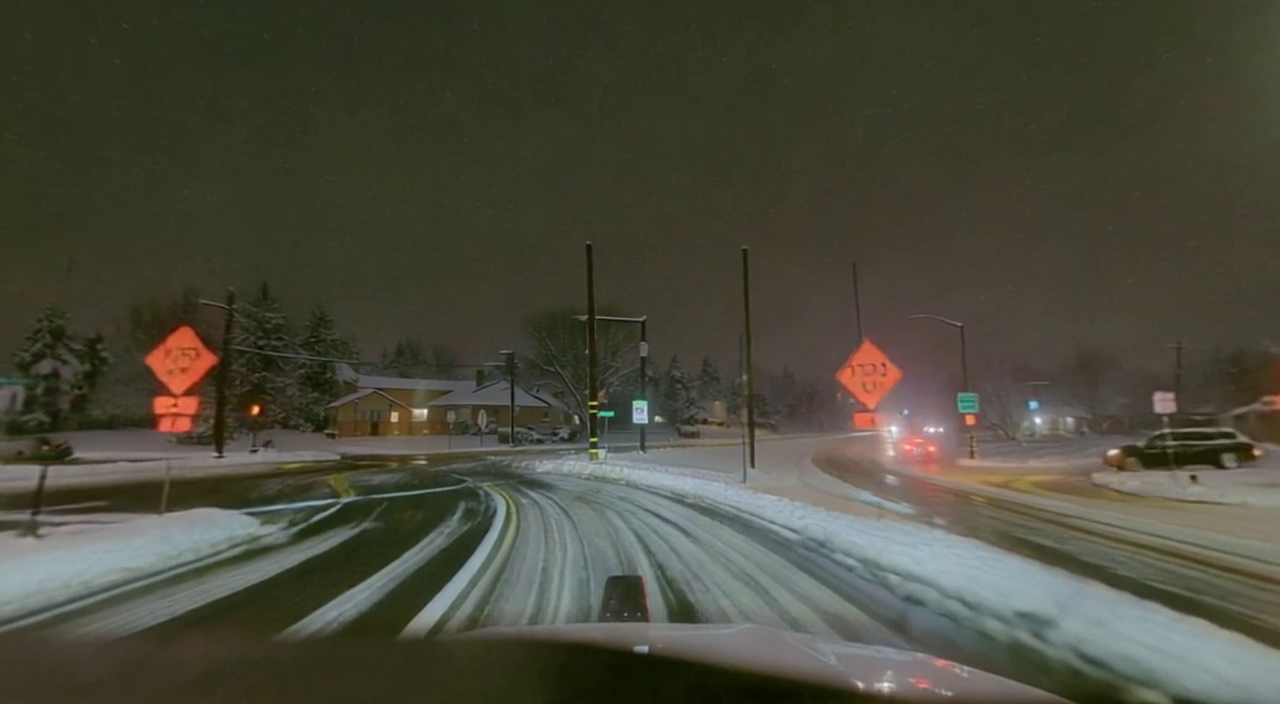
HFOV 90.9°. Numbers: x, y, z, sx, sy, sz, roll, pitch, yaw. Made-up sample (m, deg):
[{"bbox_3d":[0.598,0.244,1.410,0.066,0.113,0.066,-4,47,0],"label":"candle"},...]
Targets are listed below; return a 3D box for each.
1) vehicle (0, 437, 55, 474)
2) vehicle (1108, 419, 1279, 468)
[{"bbox_3d":[-31.548,5.207,31.878,4.292,1.734,2.159,-7,-11,40],"label":"vehicle"},{"bbox_3d":[21.054,3.490,24.049,4.615,1.738,1.990,-1,-9,9],"label":"vehicle"}]
